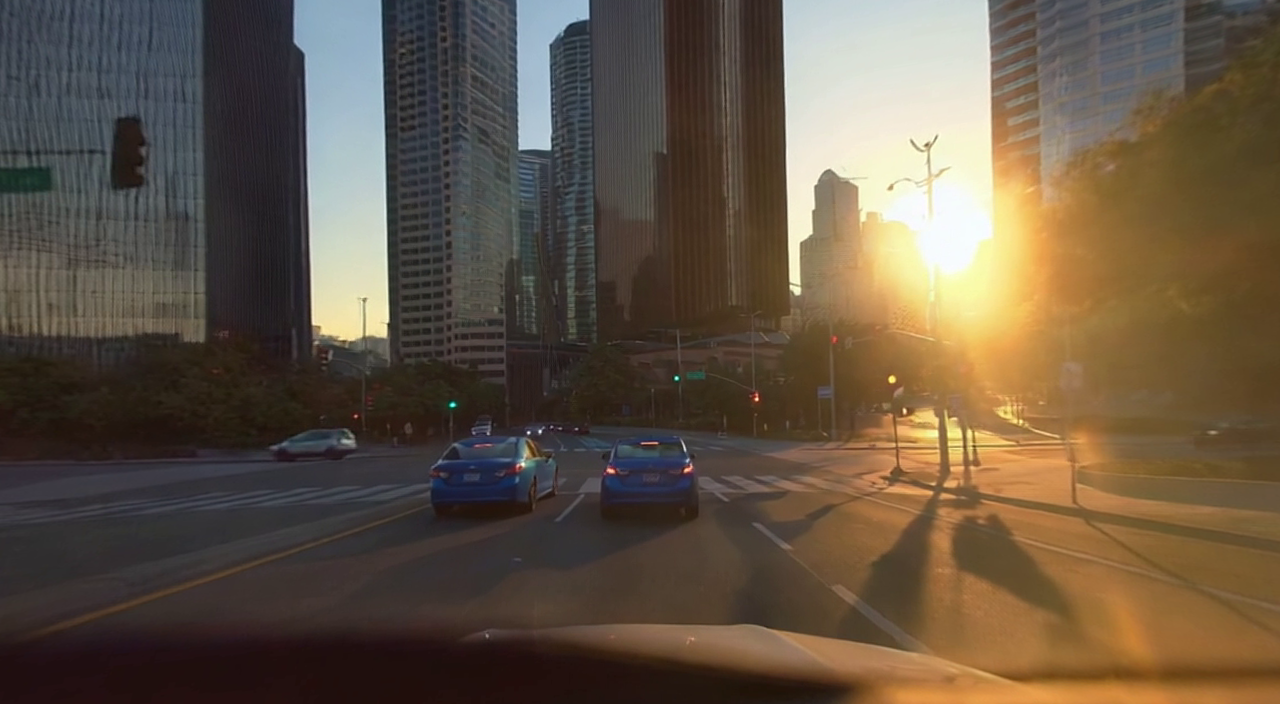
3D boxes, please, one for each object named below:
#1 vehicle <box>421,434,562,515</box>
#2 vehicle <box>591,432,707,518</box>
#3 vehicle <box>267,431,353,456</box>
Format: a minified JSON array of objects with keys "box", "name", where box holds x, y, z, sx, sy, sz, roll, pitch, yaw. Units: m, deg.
[{"box":[-3.017,2.596,13.977,1.995,1.479,4.627,0,-8,0],"name":"vehicle"},{"box":[0.129,2.417,12.940,2.016,1.478,3.795,0,-8,-1],"name":"vehicle"},{"box":[-21.337,5.960,41.075,4.533,1.520,1.887,2,-9,-13],"name":"vehicle"}]
